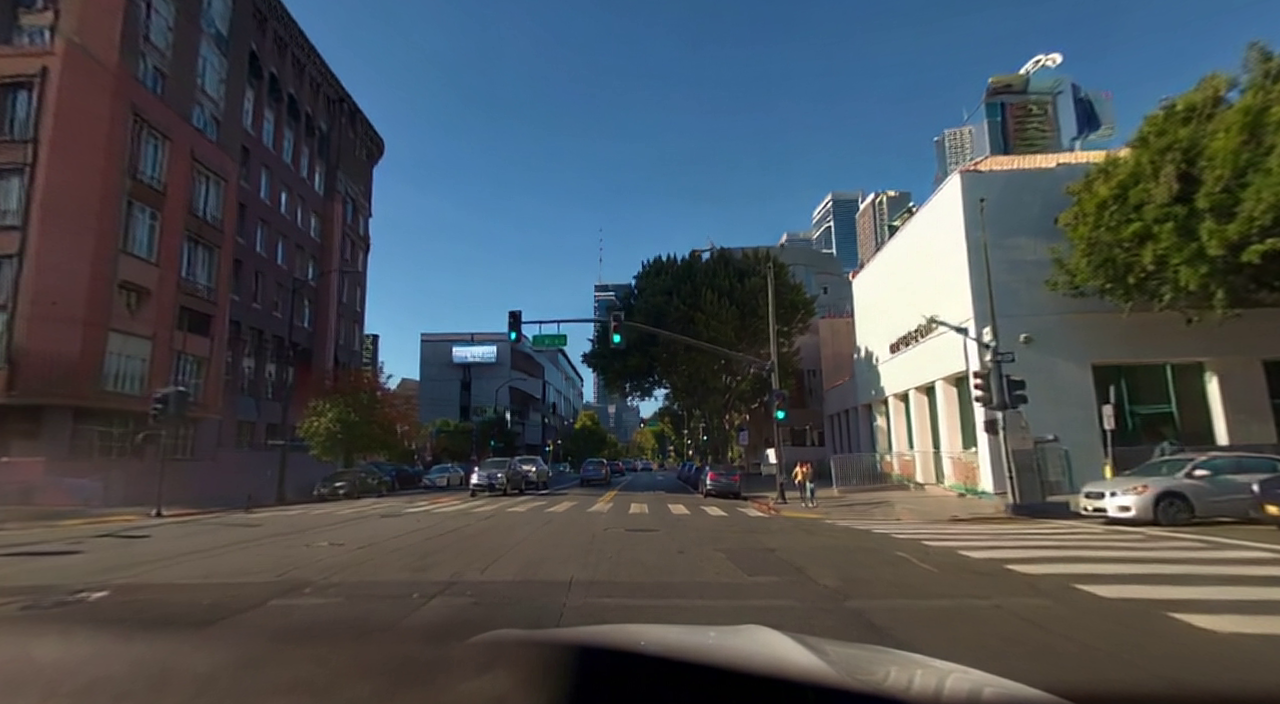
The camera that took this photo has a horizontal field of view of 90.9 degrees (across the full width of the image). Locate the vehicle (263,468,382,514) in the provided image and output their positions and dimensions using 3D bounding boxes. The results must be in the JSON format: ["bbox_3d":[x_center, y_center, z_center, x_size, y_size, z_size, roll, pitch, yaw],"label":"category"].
[{"bbox_3d":[-12.158,5.324,24.544,1.934,1.434,4.636,-1,-8,4],"label":"vehicle"}]

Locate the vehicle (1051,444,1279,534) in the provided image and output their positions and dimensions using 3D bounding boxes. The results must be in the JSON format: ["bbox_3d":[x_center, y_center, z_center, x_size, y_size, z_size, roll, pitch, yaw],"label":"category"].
[{"bbox_3d":[11.350,2.763,13.017,4.288,1.689,1.909,0,-9,2],"label":"vehicle"}]

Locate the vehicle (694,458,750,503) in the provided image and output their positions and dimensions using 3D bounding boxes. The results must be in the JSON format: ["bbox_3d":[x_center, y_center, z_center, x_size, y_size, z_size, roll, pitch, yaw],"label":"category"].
[{"bbox_3d":[3.616,5.737,28.470,1.924,1.765,3.954,0,-8,-1],"label":"vehicle"}]

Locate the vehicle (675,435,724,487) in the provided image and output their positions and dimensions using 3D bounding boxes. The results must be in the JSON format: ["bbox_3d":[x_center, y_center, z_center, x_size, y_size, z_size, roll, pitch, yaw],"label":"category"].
[{"bbox_3d":[4.241,7.944,46.518,2.989,3.455,7.975,0,-8,1],"label":"vehicle"}]

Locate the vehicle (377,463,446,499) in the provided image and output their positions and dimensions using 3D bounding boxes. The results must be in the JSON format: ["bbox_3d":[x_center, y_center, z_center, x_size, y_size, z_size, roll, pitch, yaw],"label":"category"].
[{"bbox_3d":[-11.733,6.615,32.604,1.933,1.628,3.973,0,-8,2],"label":"vehicle"}]

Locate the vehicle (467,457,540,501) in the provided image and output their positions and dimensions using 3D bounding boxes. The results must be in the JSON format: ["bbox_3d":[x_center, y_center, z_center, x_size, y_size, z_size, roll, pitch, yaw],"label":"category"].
[{"bbox_3d":[-5.594,5.250,26.392,1.942,1.559,4.298,0,-8,2],"label":"vehicle"}]

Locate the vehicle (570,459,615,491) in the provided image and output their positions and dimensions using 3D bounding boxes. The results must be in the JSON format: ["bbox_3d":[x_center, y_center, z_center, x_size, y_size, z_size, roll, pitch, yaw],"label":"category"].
[{"bbox_3d":[-2.460,6.493,33.393,1.973,1.496,3.713,0,-8,2],"label":"vehicle"}]
